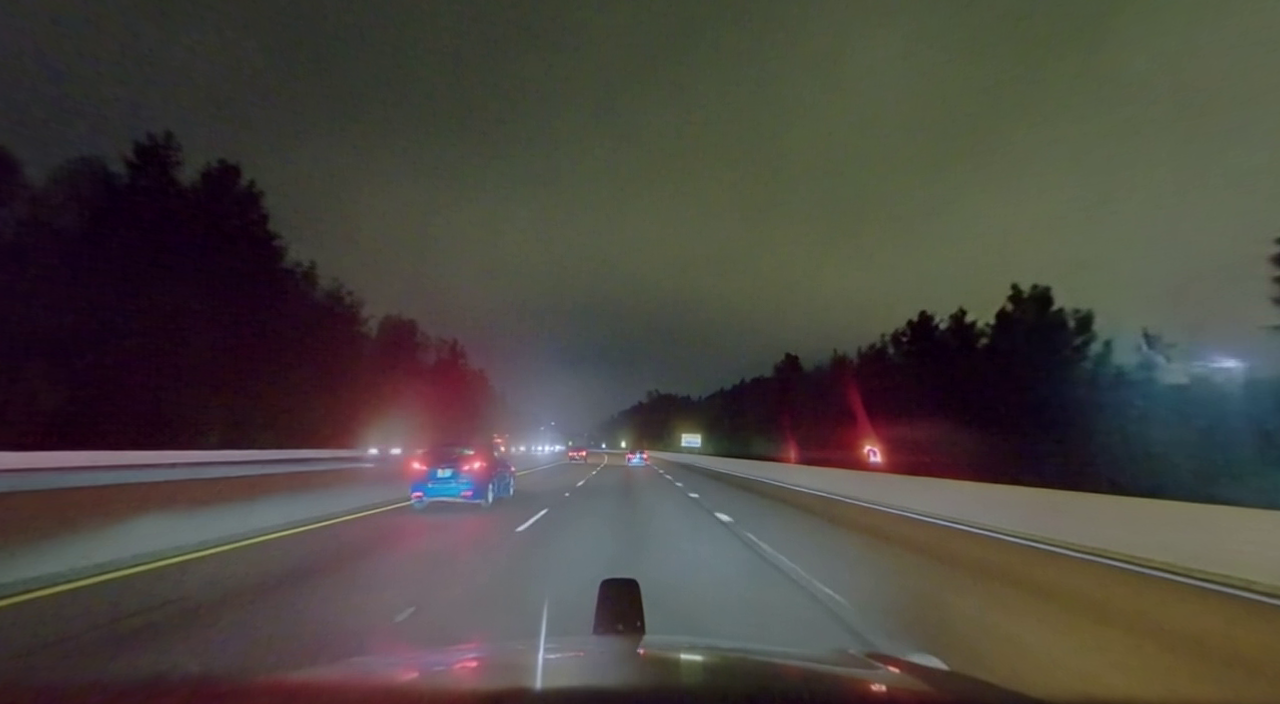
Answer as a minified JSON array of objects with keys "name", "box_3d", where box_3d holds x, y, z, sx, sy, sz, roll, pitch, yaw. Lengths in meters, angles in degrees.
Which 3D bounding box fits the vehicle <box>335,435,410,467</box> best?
[{"name":"vehicle","box_3d":[-13.434,5.005,32.013,1.864,1.484,4.679,0,-9,-1]}]

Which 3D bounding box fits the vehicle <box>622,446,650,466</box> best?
[{"name":"vehicle","box_3d":[-0.358,8.043,49.077,2.008,1.499,3.192,0,-9,-3]}]

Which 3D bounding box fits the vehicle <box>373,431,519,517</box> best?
[{"name":"vehicle","box_3d":[-4.248,2.726,14.611,2.088,1.675,4.108,0,-9,-1]}]
